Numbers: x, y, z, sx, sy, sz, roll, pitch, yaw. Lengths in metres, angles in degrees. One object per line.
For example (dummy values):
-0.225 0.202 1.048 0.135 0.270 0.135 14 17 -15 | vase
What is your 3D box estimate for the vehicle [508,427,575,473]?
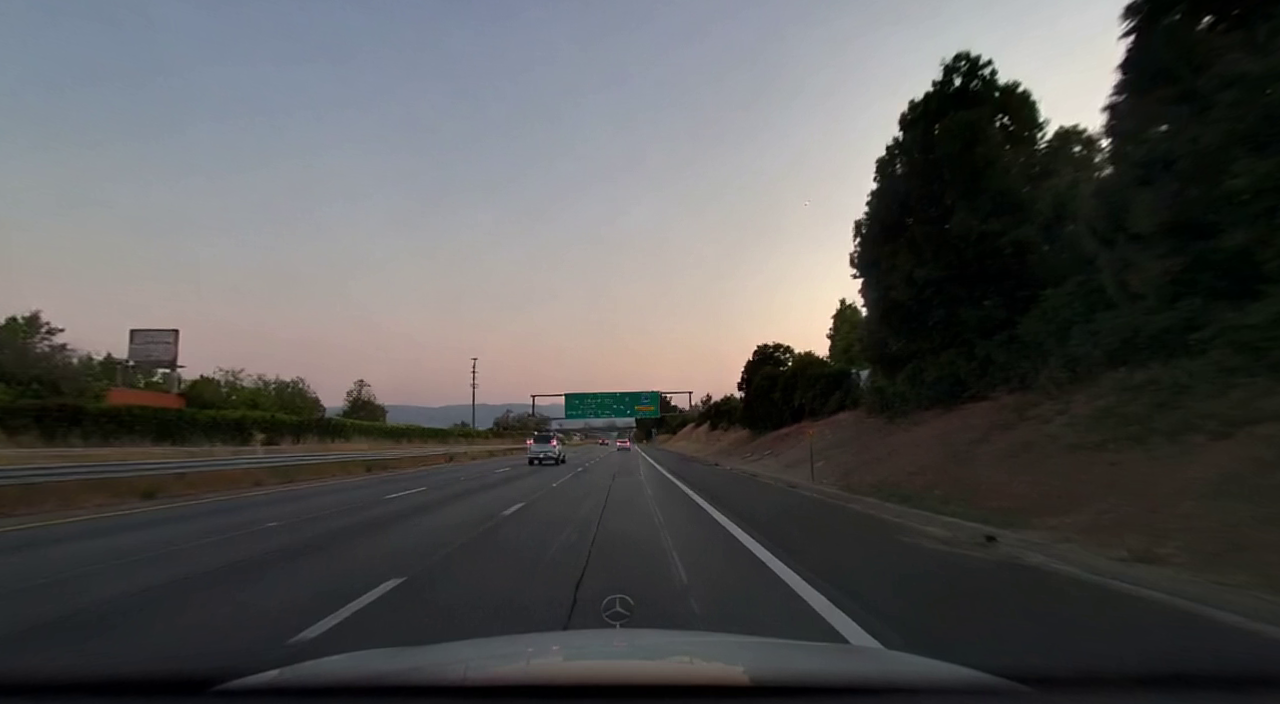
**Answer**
-4.496 4.566 29.671 2.281 1.957 5.713 0 -8 0 | vehicle
